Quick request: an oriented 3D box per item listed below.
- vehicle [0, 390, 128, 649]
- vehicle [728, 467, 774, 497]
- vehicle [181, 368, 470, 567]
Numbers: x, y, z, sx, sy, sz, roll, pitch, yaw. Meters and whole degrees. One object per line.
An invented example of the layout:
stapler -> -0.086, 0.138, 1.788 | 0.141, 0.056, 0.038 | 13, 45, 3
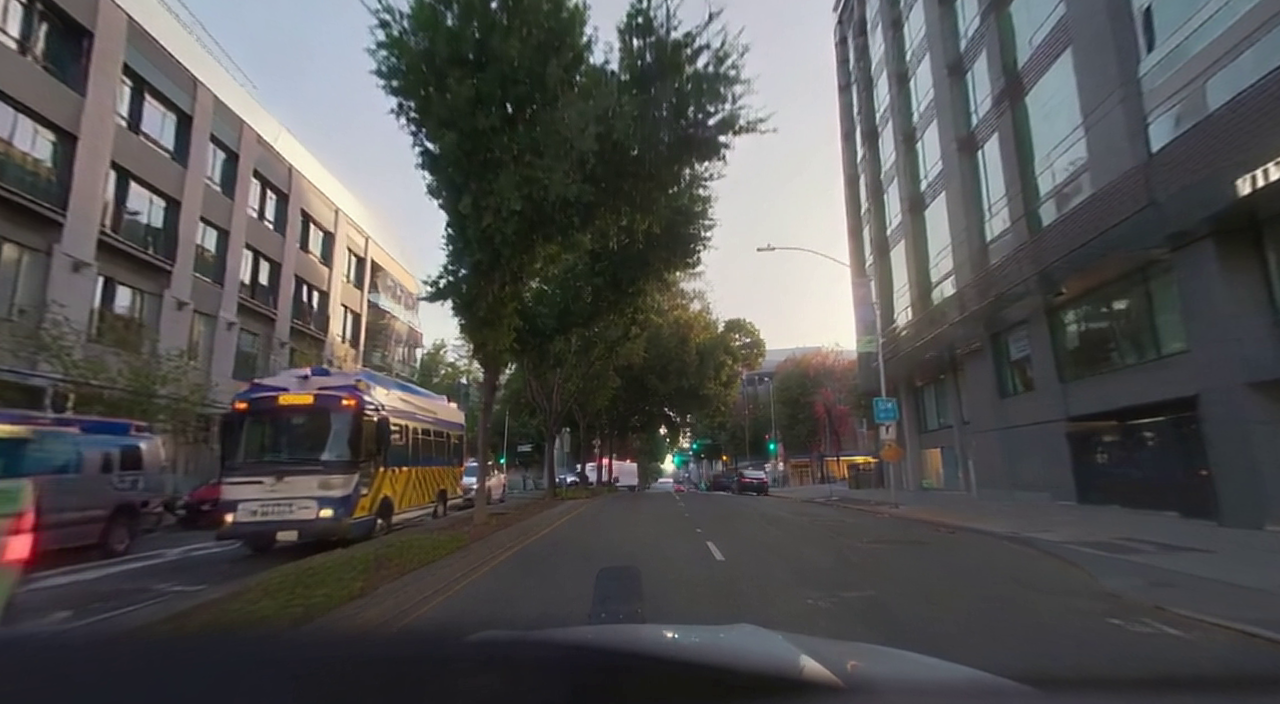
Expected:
vehicle -> -5.640, 1.022, 3.301 | 1.988, 1.855, 4.599 | 0, -9, 1
vehicle -> 6.430, 7.585, 37.065 | 1.888, 1.536, 4.381 | 0, -9, -1
vehicle -> -5.086, 2.007, 11.599 | 2.268, 2.708, 5.699 | 0, -9, 1
